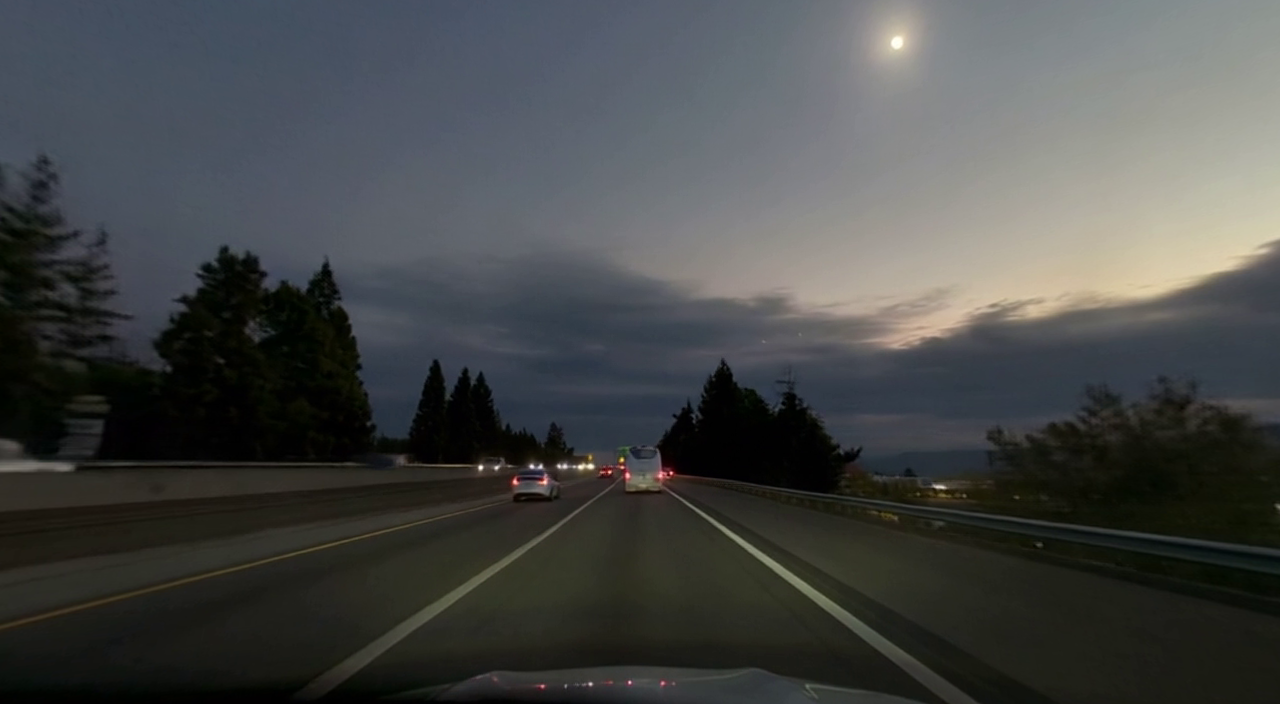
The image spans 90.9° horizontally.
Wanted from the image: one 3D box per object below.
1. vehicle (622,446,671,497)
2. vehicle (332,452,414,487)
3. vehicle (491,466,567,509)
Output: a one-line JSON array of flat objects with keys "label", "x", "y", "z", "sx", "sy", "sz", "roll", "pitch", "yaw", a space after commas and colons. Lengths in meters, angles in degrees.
[{"label": "vehicle", "x": 0.286, "y": 6.636, "z": 35.061, "sx": 2.482, "sy": 2.549, "sz": 5.447, "roll": 1, "pitch": -11, "yaw": -1}, {"label": "vehicle", "x": -12.748, "y": 5.671, "z": 30.456, "sx": 1.977, "sy": 1.491, "sz": 4.522, "roll": 1, "pitch": -11, "yaw": 0}, {"label": "vehicle", "x": -4.279, "y": 5.327, "z": 25.094, "sx": 2.128, "sy": 1.491, "sz": 4.508, "roll": 1, "pitch": -11, "yaw": 1}]
